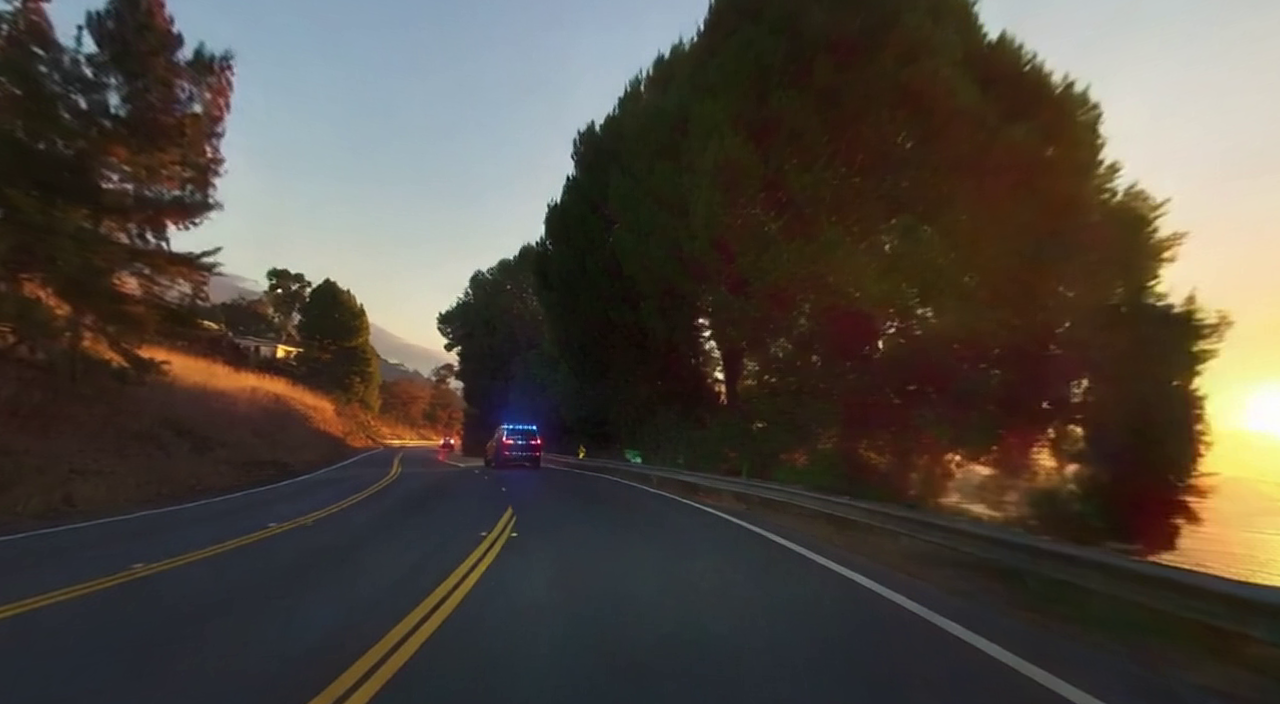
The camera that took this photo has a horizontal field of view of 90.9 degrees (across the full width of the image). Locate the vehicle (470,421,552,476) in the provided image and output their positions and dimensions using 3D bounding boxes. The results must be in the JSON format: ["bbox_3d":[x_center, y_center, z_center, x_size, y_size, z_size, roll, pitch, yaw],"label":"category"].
[{"bbox_3d":[-5.435,3.934,25.880,2.500,1.961,5.637,3,-9,-19],"label":"vehicle"}]
